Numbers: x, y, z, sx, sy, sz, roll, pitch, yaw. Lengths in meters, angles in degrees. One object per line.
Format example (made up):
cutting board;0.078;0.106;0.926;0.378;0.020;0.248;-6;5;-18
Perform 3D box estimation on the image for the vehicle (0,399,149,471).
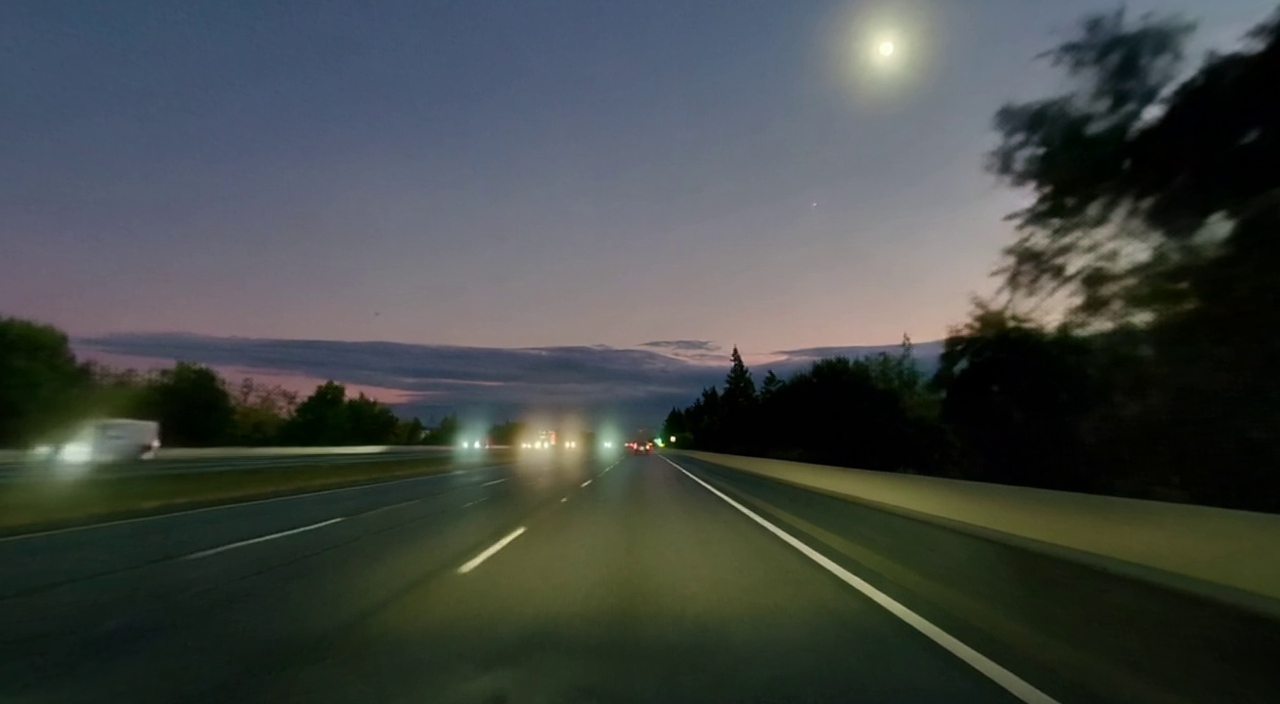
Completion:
vehicle;-23.806;3.455;25.957;2.245;2.605;5.833;0;-8;1
